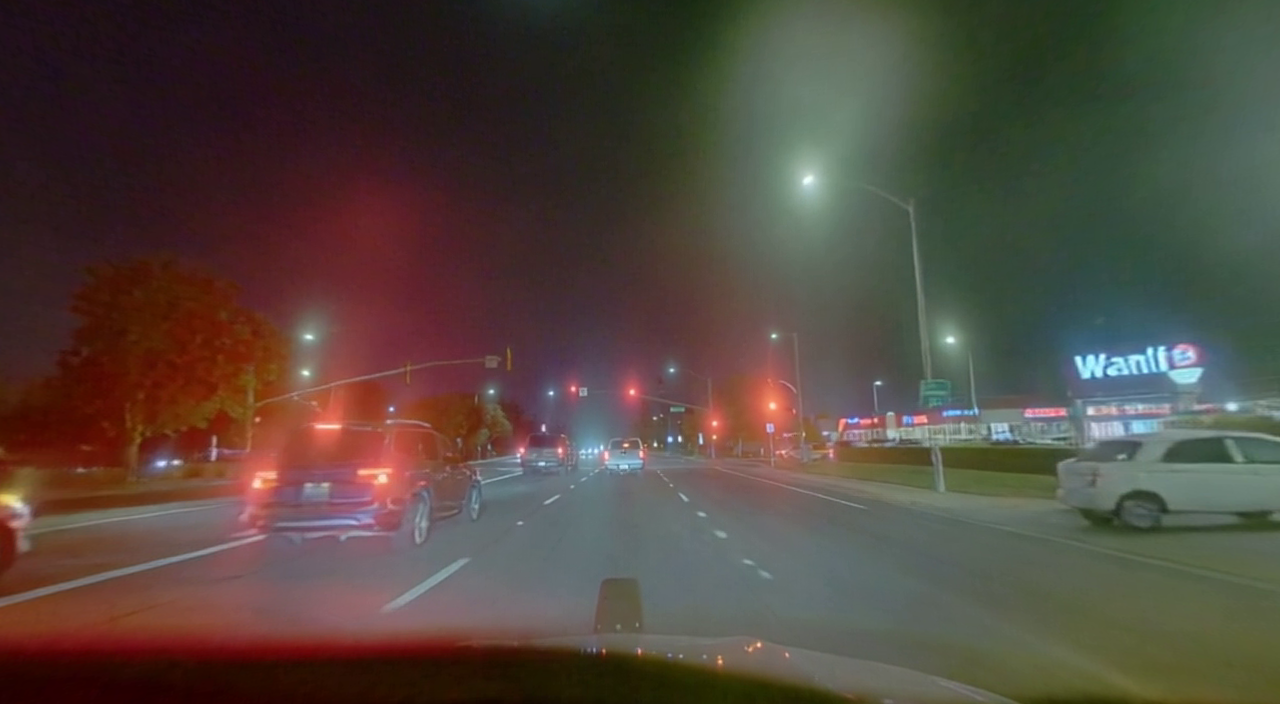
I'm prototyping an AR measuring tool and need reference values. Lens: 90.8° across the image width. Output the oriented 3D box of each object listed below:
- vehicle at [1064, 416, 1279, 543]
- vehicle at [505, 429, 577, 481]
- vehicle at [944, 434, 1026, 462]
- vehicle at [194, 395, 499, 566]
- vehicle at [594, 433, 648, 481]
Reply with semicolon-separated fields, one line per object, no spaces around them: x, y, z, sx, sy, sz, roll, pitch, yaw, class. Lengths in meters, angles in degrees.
9.807;1.953;10.161;4.734;1.726;2.039;1;-9;-10;vehicle
-4.112;4.408;27.409;2.252;1.999;5.605;0;-8;0;vehicle
26.662;7.424;48.956;5.039;1.877;2.076;-3;-8;-1;vehicle
-3.803;1.791;9.522;2.159;1.877;4.925;0;-8;1;vehicle
-0.773;4.325;26.303;2.061;1.809;4.141;0;-8;-1;vehicle
